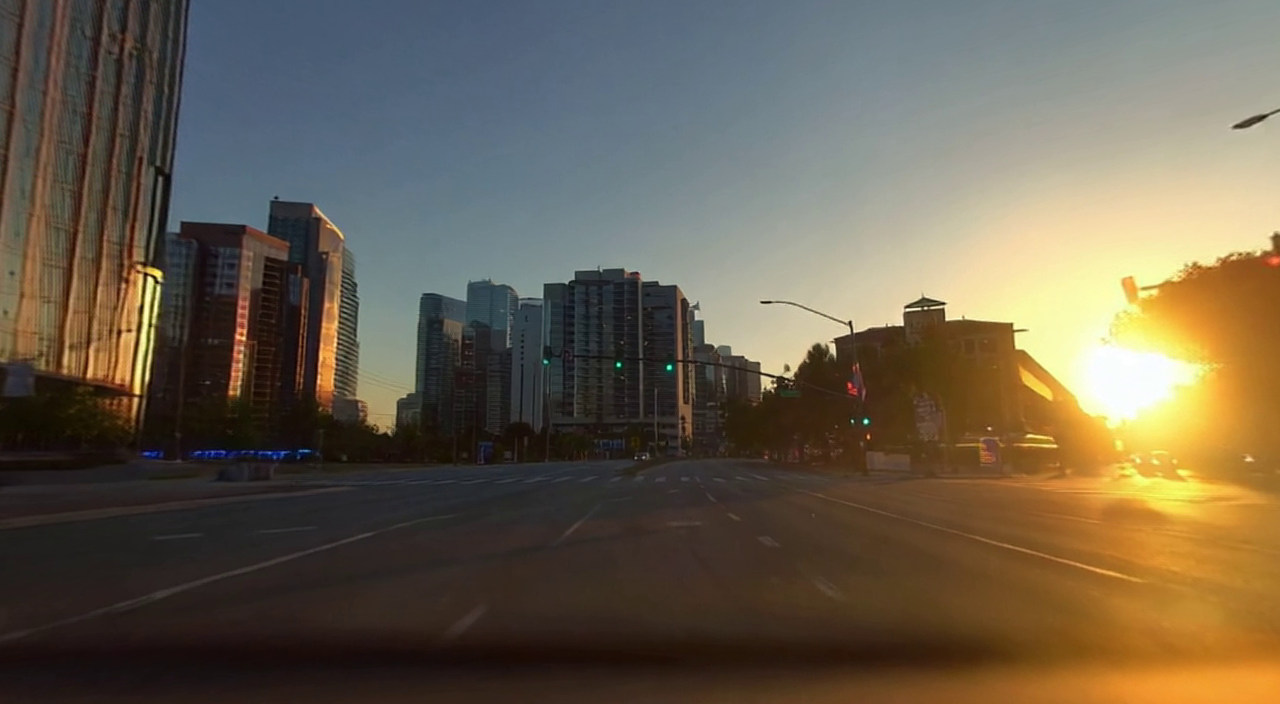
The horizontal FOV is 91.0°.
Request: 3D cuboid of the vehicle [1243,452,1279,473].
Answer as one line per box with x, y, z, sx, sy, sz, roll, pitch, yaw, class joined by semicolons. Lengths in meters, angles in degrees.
45.058;7.816;44.634;4.341;1.400;1.849;4;-10;-28;vehicle
